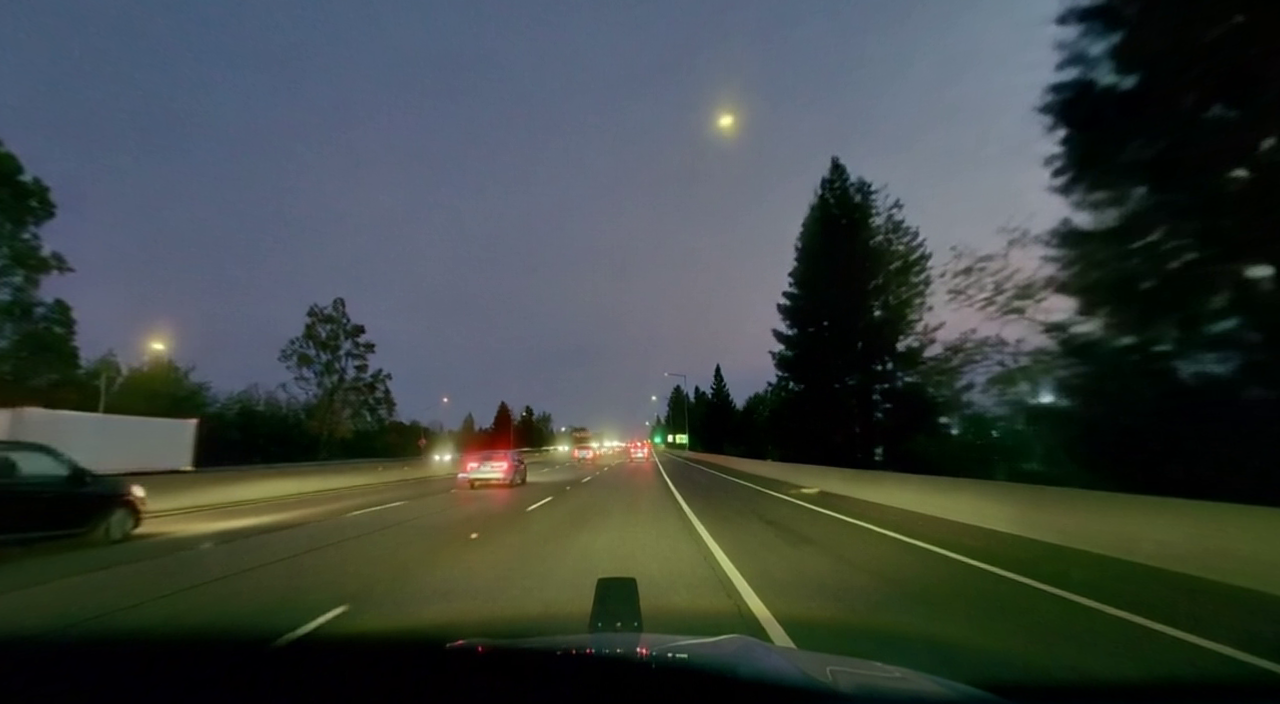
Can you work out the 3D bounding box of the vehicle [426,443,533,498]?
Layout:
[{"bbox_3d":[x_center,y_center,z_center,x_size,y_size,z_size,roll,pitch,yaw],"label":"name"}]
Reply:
[{"bbox_3d":[-5.118,3.818,20.911,2.102,1.562,4.884,-1,-9,2],"label":"vehicle"}]

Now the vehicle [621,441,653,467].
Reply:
[{"bbox_3d":[-0.210,7.446,46.152,2.179,1.742,4.396,-1,-9,0],"label":"vehicle"}]

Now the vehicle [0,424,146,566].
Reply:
[{"bbox_3d":[-9.259,1.837,8.041,2.091,1.795,4.617,-1,-9,2],"label":"vehicle"}]
